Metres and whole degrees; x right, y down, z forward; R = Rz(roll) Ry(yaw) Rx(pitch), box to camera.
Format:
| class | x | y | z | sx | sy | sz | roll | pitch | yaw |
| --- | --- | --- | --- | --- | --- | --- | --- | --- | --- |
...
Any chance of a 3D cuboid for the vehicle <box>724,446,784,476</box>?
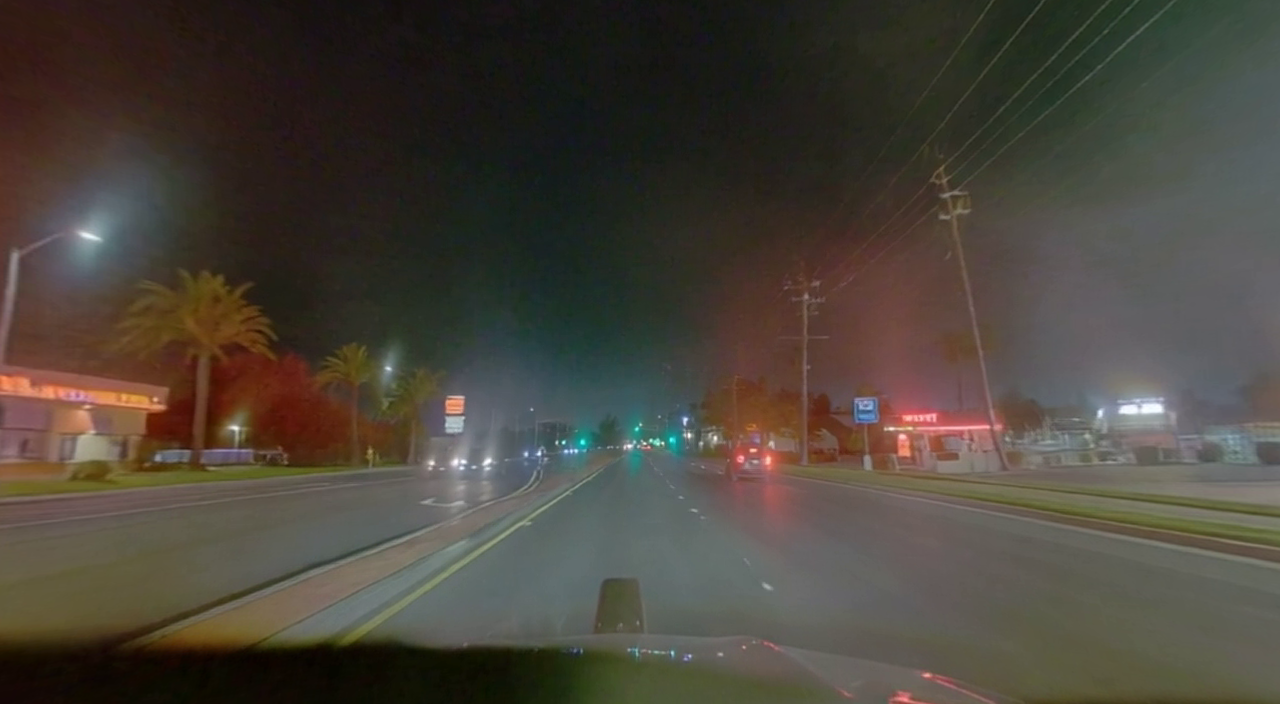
| class | x | y | z | sx | sy | sz | roll | pitch | yaw |
| --- | --- | --- | --- | --- | --- | --- | --- | --- | --- |
| vehicle | 5.920 | 5.709 | 33.373 | 2.261 | 1.479 | 4.403 | 0 | -9 | -2 |

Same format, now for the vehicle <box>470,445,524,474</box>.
| class | x | y | z | sx | sy | sz | roll | pitch | yaw |
| --- | --- | --- | --- | --- | --- | --- | --- | --- | --- |
| vehicle | -8.006 | 6.063 | 35.880 | 1.946 | 1.471 | 4.587 | 0 | -9 | 1 |

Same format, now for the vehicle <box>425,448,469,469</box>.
| class | x | y | z | sx | sy | sz | roll | pitch | yaw |
| --- | --- | --- | --- | --- | --- | --- | --- | --- | --- |
| vehicle | -14.954 | 8.232 | 49.138 | 1.882 | 1.491 | 4.504 | -1 | -9 | 2 |
